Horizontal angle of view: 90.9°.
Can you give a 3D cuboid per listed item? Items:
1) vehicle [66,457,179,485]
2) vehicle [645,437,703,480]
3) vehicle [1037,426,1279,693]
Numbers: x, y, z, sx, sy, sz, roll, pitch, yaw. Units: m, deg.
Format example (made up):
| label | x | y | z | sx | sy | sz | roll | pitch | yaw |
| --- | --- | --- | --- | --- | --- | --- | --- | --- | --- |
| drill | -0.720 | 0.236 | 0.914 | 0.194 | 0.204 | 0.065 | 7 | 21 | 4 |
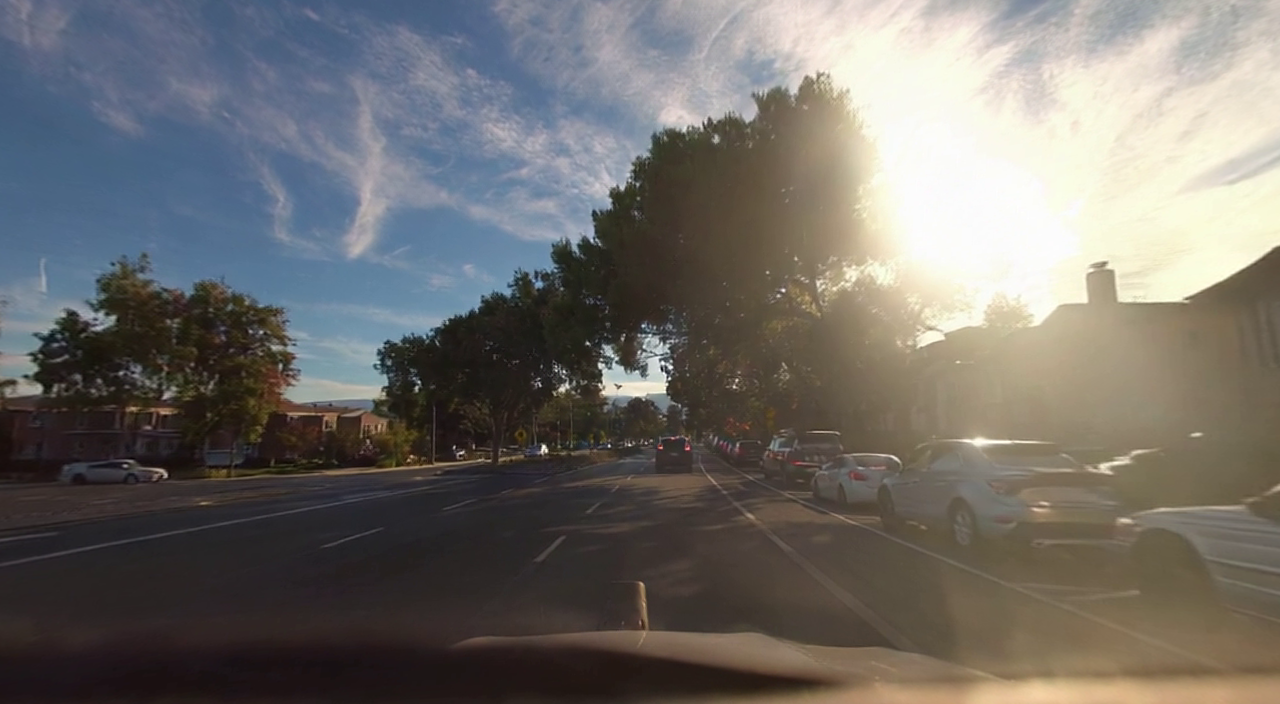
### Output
| label | x | y | z | sx | sy | sz | roll | pitch | yaw |
| --- | --- | --- | --- | --- | --- | --- | --- | --- | --- |
| vehicle | -29.537 | 6.770 | 36.095 | 4.591 | 1.468 | 1.805 | 1 | -9 | -9 |
| vehicle | 1.284 | 4.060 | 24.278 | 2.011 | 1.480 | 4.170 | -1 | -9 | 3 |
| vehicle | 4.454 | 1.064 | 2.972 | 1.855 | 1.445 | 4.895 | 0 | -9 | -2 |
